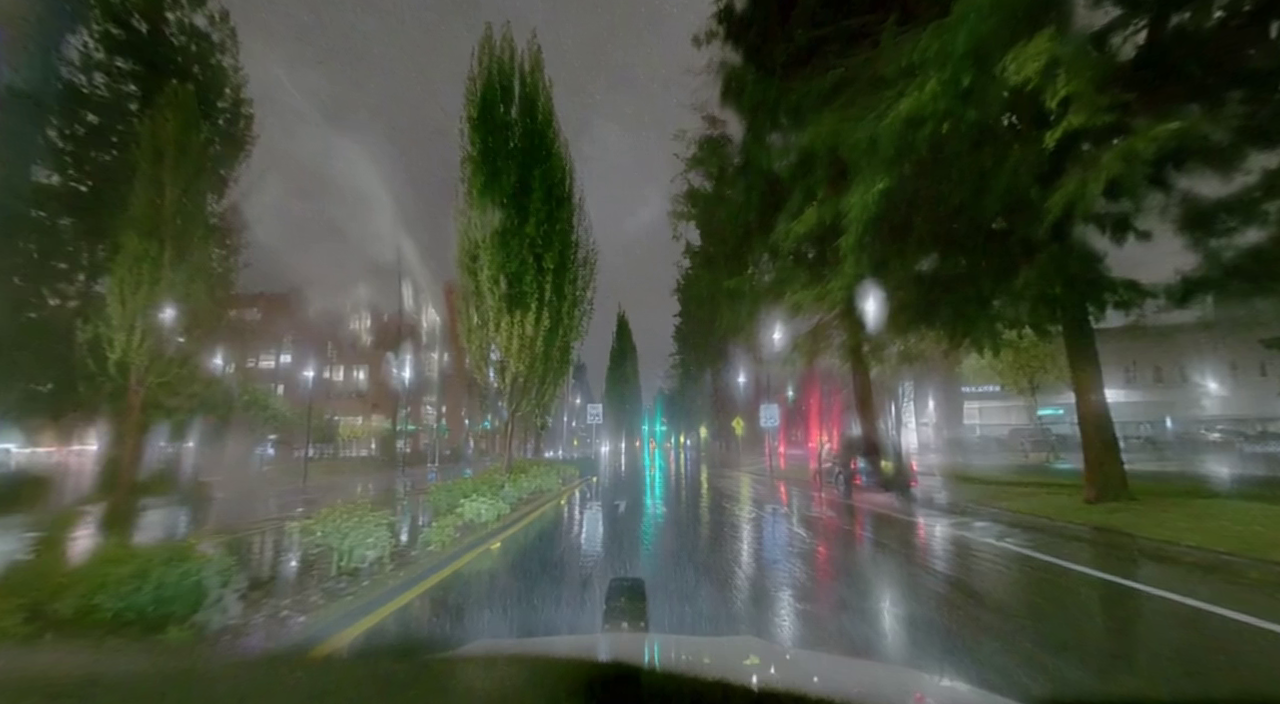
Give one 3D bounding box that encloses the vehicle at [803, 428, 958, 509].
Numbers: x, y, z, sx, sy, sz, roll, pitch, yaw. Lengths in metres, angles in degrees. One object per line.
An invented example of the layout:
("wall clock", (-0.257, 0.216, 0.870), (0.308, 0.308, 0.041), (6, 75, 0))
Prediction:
("vehicle", (6.156, 3.032, 17.024), (2.104, 1.826, 5.301), (0, -8, 0))
